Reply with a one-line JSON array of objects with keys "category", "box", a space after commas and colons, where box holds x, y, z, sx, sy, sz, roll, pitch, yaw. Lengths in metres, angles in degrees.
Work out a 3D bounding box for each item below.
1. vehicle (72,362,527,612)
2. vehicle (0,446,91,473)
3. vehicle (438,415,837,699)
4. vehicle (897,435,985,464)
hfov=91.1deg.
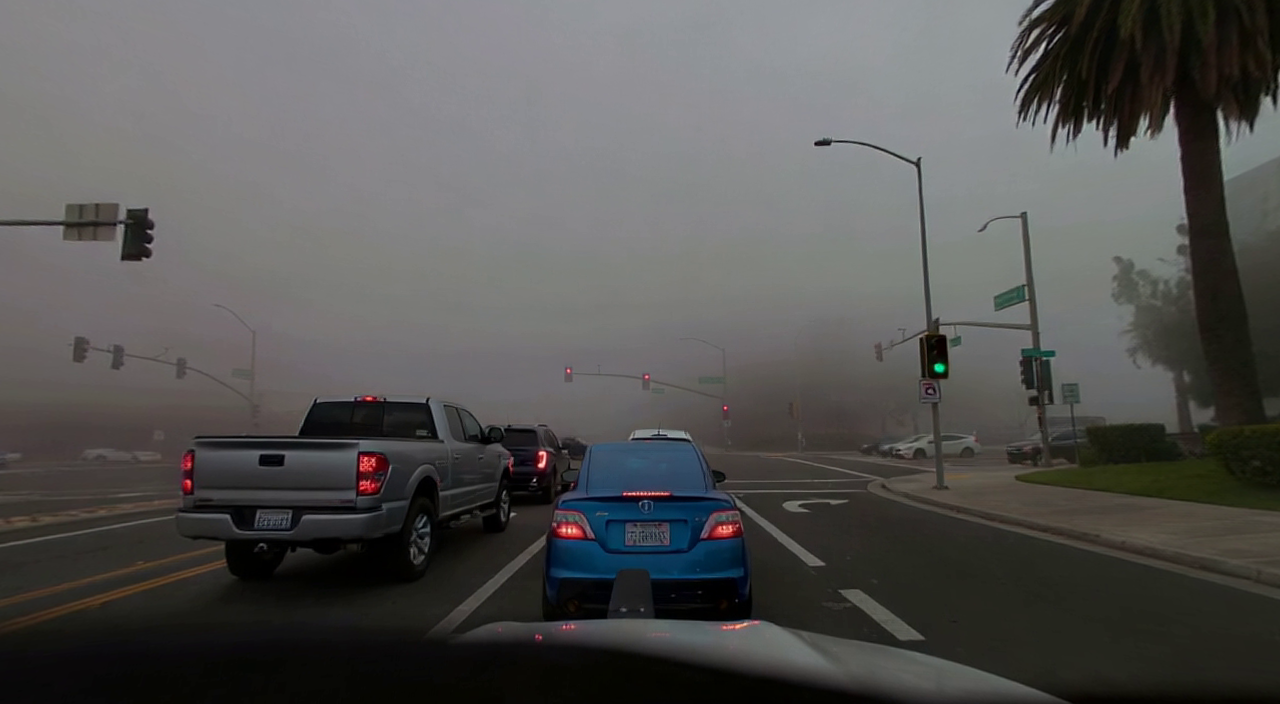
[{"category": "vehicle", "box": [-3.243, 1.480, 7.895, 2.330, 1.969, 5.626, -1, -8, 3]}, {"category": "vehicle", "box": [-37.152, 6.629, 38.829, 4.576, 1.617, 1.937, 0, -8, 2]}, {"category": "vehicle", "box": [0.012, 1.404, 5.500, 2.122, 1.501, 4.152, 0, -8, 1]}, {"category": "vehicle", "box": [18.771, 6.090, 39.294, 4.466, 1.717, 1.963, 0, -8, 2]}]
